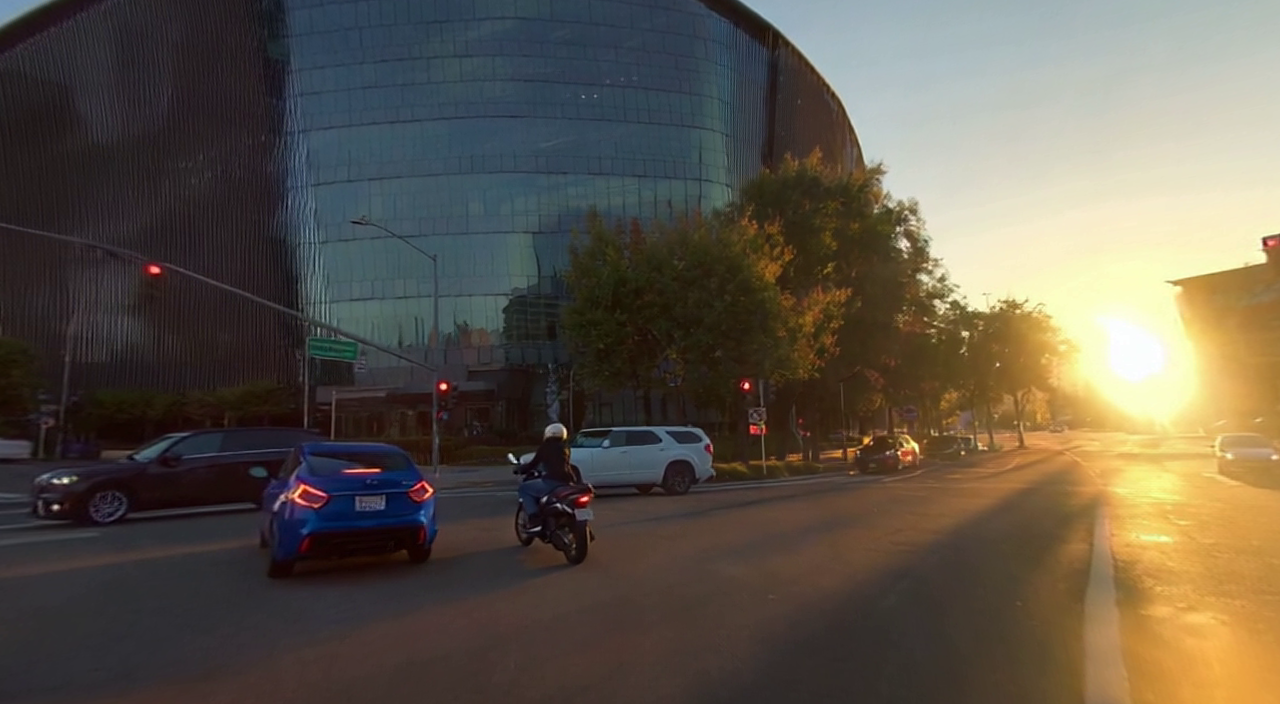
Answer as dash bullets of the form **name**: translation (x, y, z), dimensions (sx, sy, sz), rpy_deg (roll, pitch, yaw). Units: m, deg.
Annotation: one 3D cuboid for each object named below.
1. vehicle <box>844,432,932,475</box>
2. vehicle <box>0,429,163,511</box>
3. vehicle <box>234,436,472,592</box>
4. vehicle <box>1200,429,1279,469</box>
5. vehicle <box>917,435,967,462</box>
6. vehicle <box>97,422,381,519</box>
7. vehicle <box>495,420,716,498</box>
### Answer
- **vehicle**: translation (10.751, 4.320, 27.136), dimensions (2.084, 1.656, 4.583), rpy_deg (-7, -11, 39)
- **vehicle**: translation (-14.158, 2.755, 15.049), dimensions (4.380, 1.727, 2.052), rpy_deg (-3, -9, 15)
- **vehicle**: translation (-3.949, 1.857, 8.256), dimensions (2.009, 1.450, 4.182), rpy_deg (5, -10, -35)
- **vehicle**: translation (24.829, 3.965, 25.944), dimensions (1.872, 1.467, 4.385), rpy_deg (-6, -10, 32)
- **vehicle**: translation (18.528, 5.872, 38.619), dimensions (2.024, 1.543, 4.028), rpy_deg (-6, -10, 34)
- **vehicle**: translation (-7.977, 2.357, 12.824), dimensions (4.583, 1.755, 1.936), rpy_deg (-1, -8, 7)
- **vehicle**: translation (-1.022, 2.985, 18.005), dimensions (5.833, 1.960, 2.341), rpy_deg (2, -9, -18)
